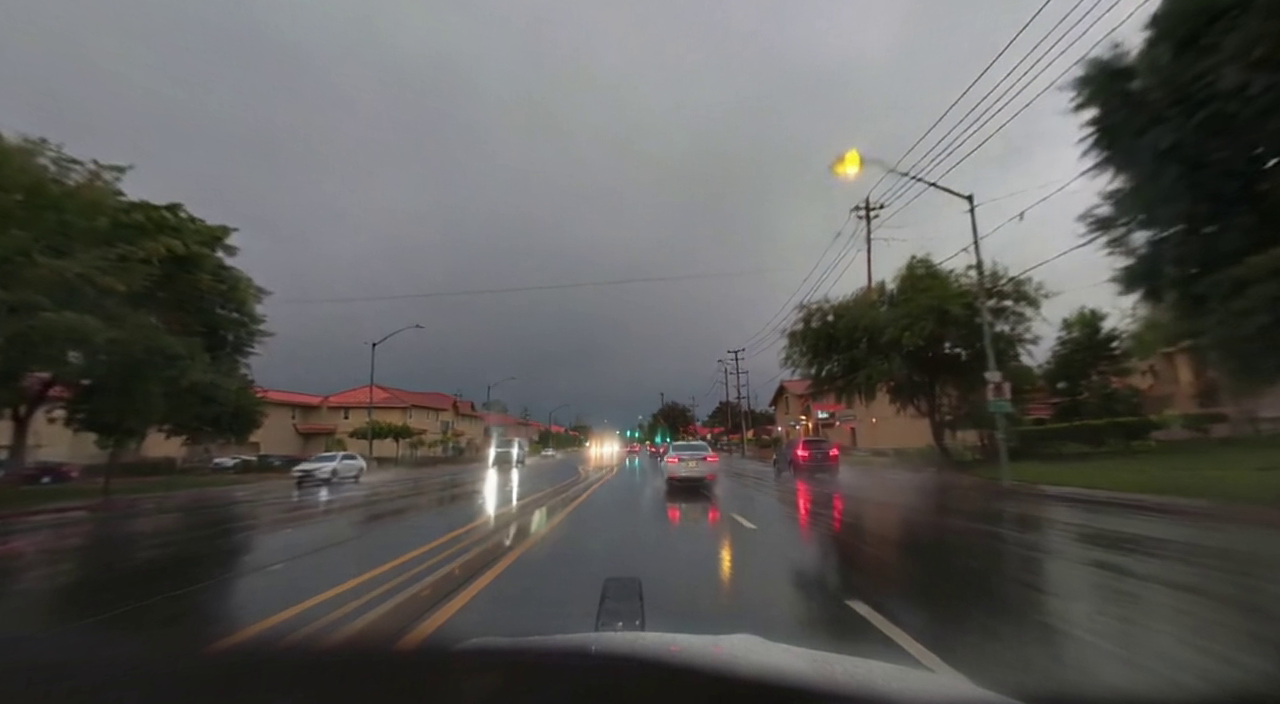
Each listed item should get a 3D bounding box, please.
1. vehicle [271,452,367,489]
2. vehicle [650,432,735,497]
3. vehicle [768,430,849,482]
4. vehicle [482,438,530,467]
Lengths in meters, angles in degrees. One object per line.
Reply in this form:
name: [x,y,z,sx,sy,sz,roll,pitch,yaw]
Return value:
vehicle: [-14.693,5.434,29.200,1.980,1.513,4.583,-1,-9,1]
vehicle: [1.455,3.355,19.124,2.138,1.702,4.168,0,-9,-1]
vehicle: [6.670,4.189,25.451,2.061,1.889,4.268,0,-9,0]
vehicle: [-10.413,7.907,49.559,2.423,2.132,5.881,-1,-9,0]
